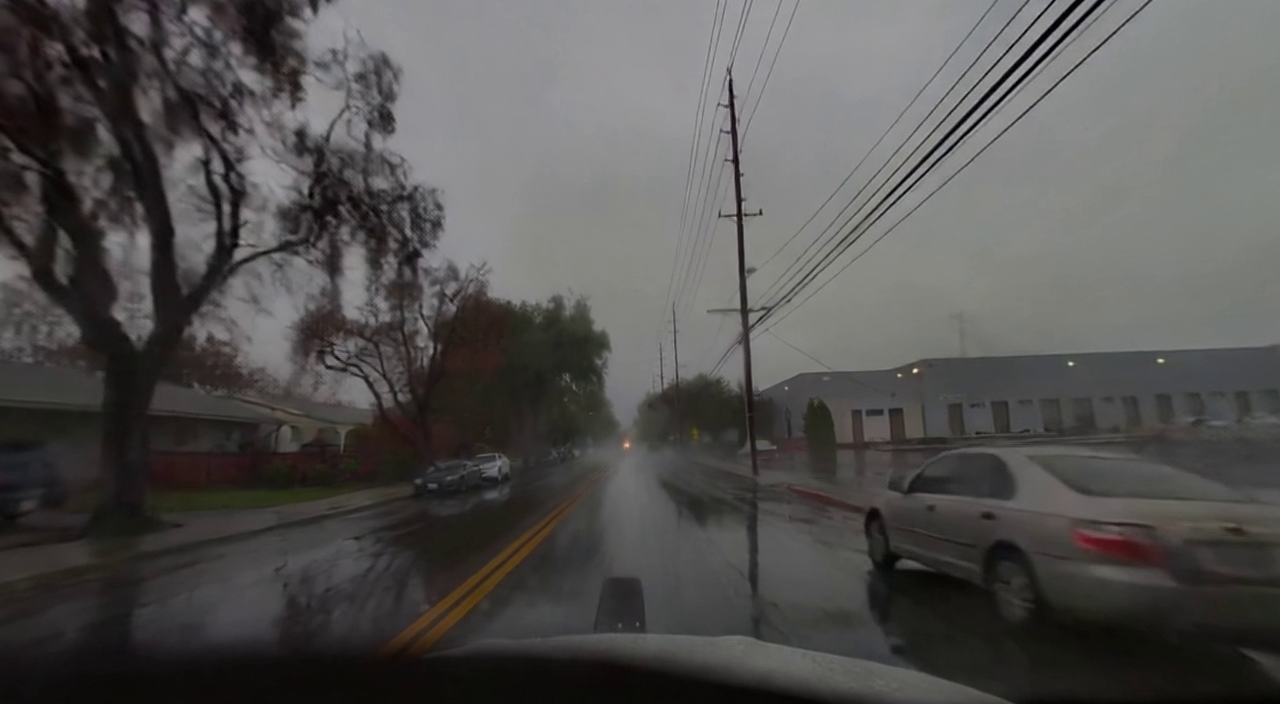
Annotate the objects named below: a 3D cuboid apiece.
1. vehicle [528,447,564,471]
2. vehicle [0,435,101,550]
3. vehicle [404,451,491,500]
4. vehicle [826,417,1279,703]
[{"bbox_3d":[-6.712,7.698,45.604,1.887,1.460,4.444,-4,-8,0],"label":"vehicle"},{"bbox_3d":[-12.425,2.350,10.812,4.502,1.813,1.948,0,-8,-1],"label":"vehicle"},{"bbox_3d":[-6.719,4.316,22.546,1.815,1.402,4.559,-4,-8,-2],"label":"vehicle"},{"bbox_3d":[3.121,1.382,5.335,1.843,1.495,3.930,0,-8,-1],"label":"vehicle"}]
